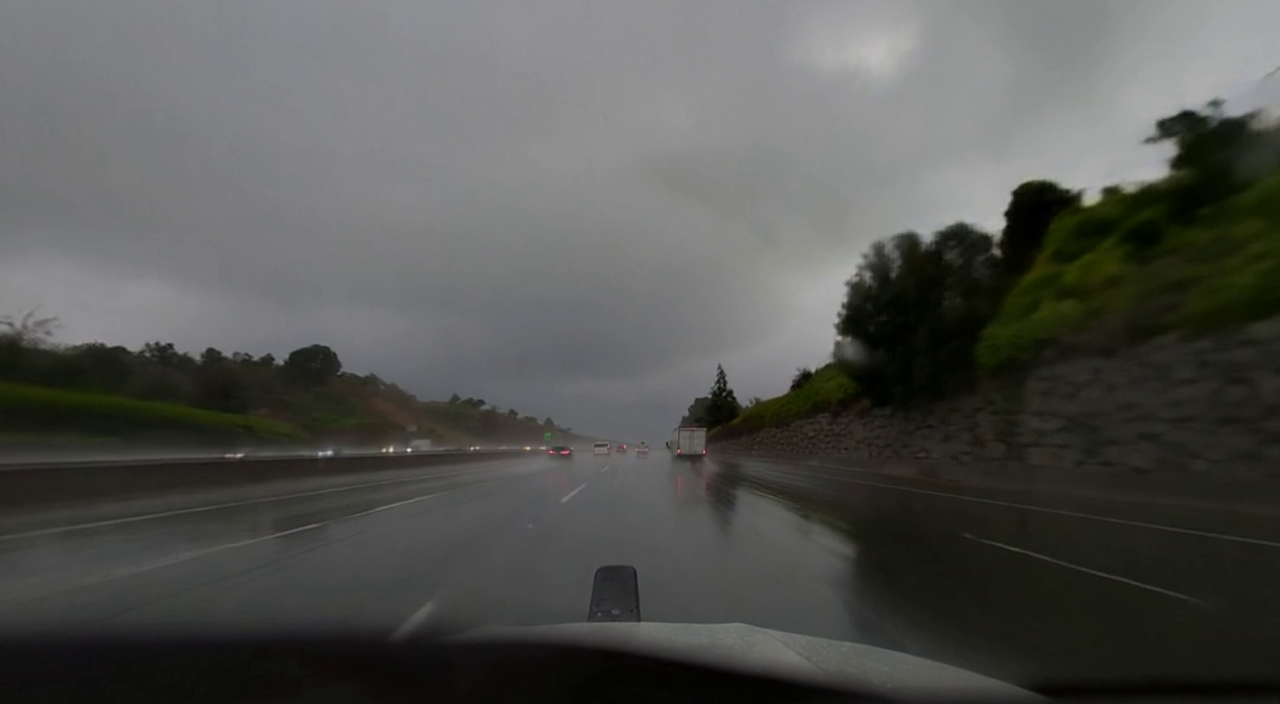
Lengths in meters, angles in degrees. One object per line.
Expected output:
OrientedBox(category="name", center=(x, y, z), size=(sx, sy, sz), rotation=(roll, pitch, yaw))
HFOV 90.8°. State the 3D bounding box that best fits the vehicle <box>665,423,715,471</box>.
OrientedBox(category="vehicle", center=(3.470, 6.889, 45.724), size=(2.795, 3.187, 7.205), rotation=(0, -9, -2))
